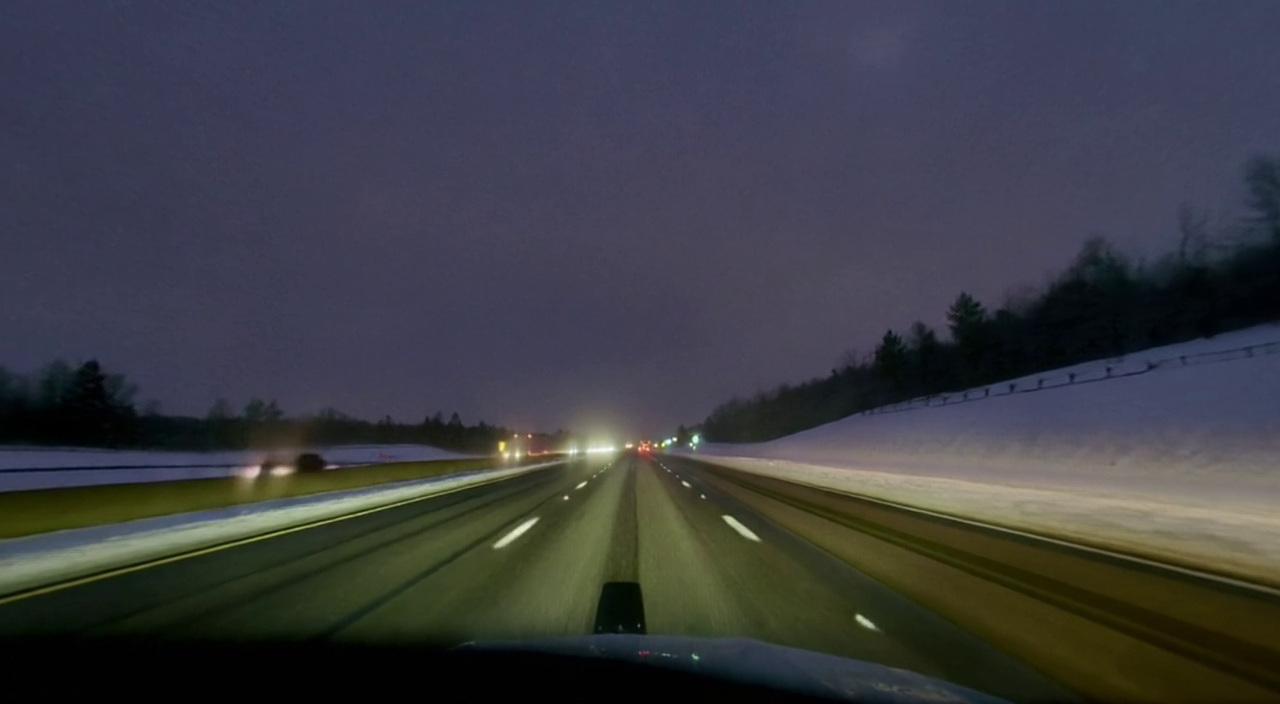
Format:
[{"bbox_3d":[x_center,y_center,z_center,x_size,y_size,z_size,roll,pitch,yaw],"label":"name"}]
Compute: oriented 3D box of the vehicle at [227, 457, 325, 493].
[{"bbox_3d":[-16.490,5.566,28.875,1.870,1.460,4.357,0,-9,0],"label":"vehicle"}]
